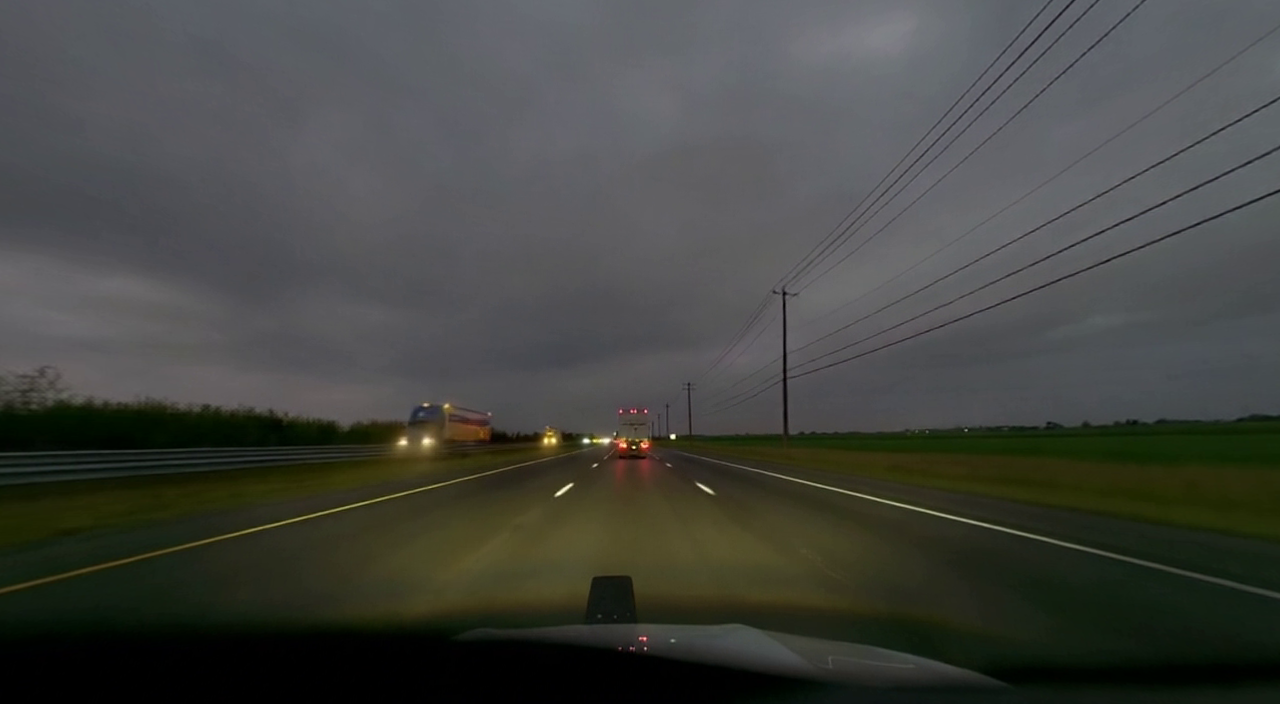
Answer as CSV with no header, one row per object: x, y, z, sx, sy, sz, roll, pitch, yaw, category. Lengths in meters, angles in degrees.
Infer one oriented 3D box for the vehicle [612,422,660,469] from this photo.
-0.298,4.680,31.563,2.240,2.129,4.480,0,-8,-2,vehicle
